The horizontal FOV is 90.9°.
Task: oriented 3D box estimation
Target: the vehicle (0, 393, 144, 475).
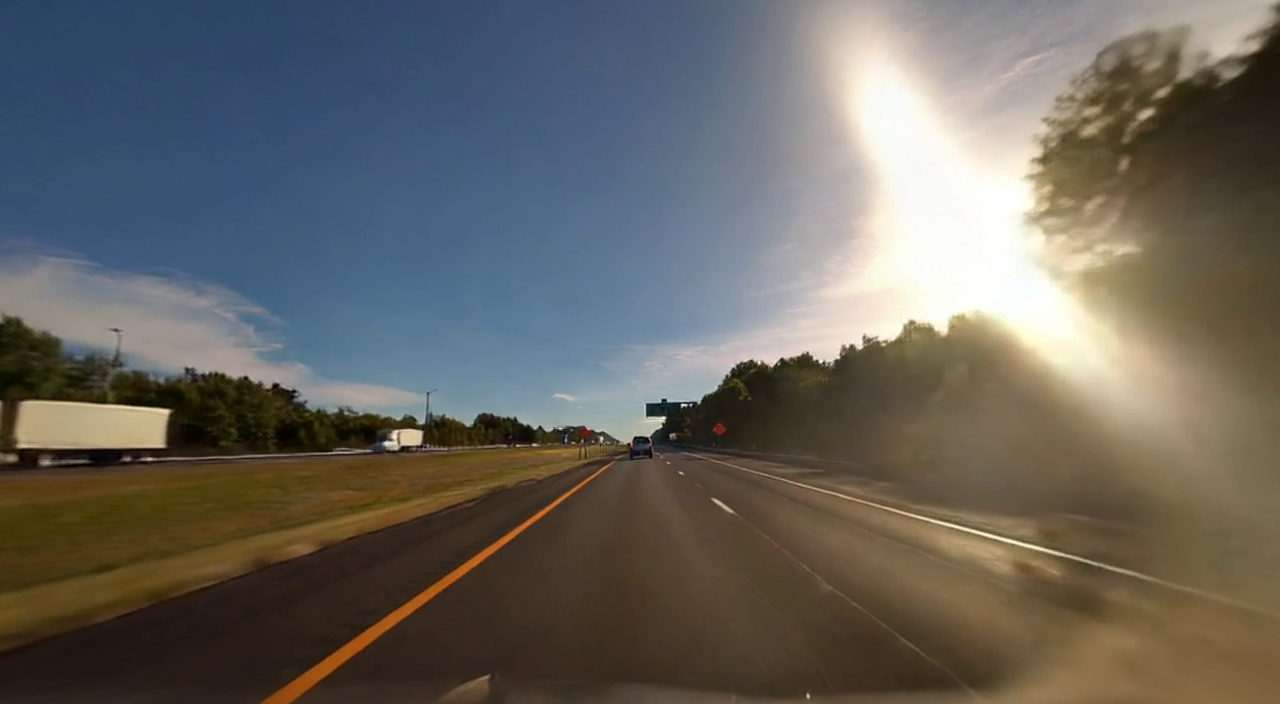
[{"bbox_3d":[-33.223,4.555,34.460,2.980,4.029,11.146,0,-8,1],"label":"vehicle"}]
